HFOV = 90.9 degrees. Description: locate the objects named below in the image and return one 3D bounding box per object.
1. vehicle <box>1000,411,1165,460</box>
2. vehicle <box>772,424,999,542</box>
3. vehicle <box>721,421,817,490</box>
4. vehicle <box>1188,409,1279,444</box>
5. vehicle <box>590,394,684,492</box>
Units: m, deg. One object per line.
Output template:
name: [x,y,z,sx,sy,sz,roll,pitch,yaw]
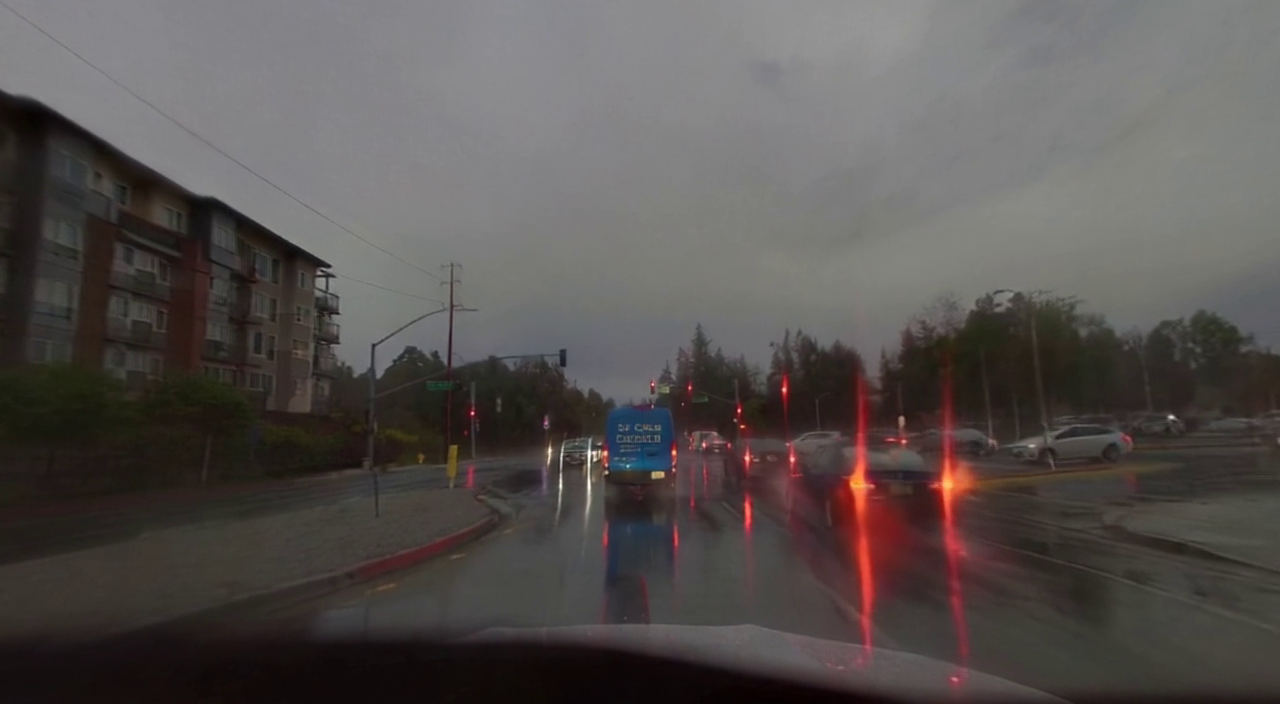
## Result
vehicle: [17.097,3.266,24.567,4.842,1.792,1.963,0,-8,2]
vehicle: [3.605,2.012,10.367,1.951,1.483,4.582,0,-8,1]
vehicle: [3.647,3.017,18.634,1.965,1.771,4.295,0,-8,1]
vehicle: [31.637,3.925,33.111,4.153,1.764,1.858,1,-8,-8]
vehicle: [0.051,2.706,18.735,2.422,2.488,4.992,-1,-8,3]
